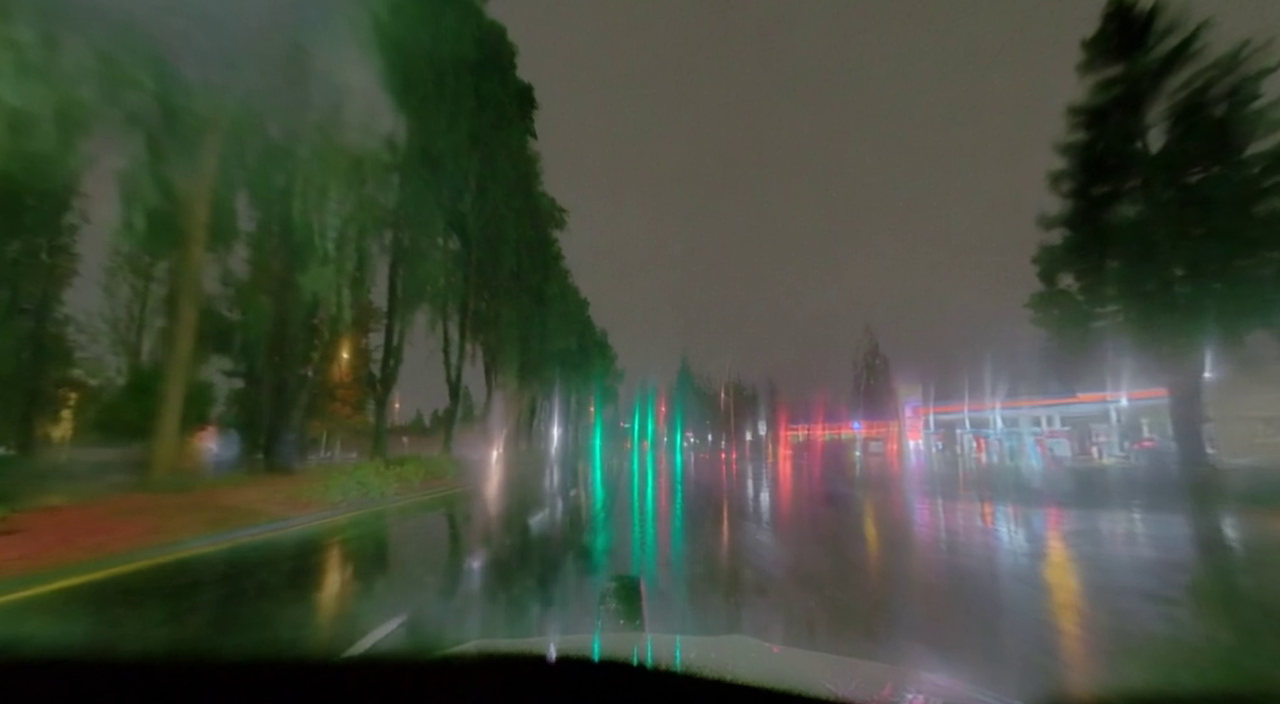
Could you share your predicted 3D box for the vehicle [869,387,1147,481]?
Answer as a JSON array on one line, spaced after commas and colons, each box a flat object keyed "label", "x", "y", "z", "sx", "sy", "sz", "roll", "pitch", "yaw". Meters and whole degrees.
[{"label": "vehicle", "x": 14.230, "y": 3.262, "z": 25.014, "sx": 9.127, "sy": 3.409, "sz": 2.992, "roll": 1, "pitch": -8, "yaw": -2}]

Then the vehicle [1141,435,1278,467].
[{"label": "vehicle", "x": 27.470, "y": 4.778, "z": 30.585, "sx": 4.610, "sy": 1.467, "sz": 2.005, "roll": 0, "pitch": -8, "yaw": 1}]

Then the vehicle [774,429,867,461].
[{"label": "vehicle", "x": 13.118, "y": 6.812, "z": 46.313, "sx": 6.063, "sy": 2.313, "sz": 2.534, "roll": 0, "pitch": -8, "yaw": 1}]
